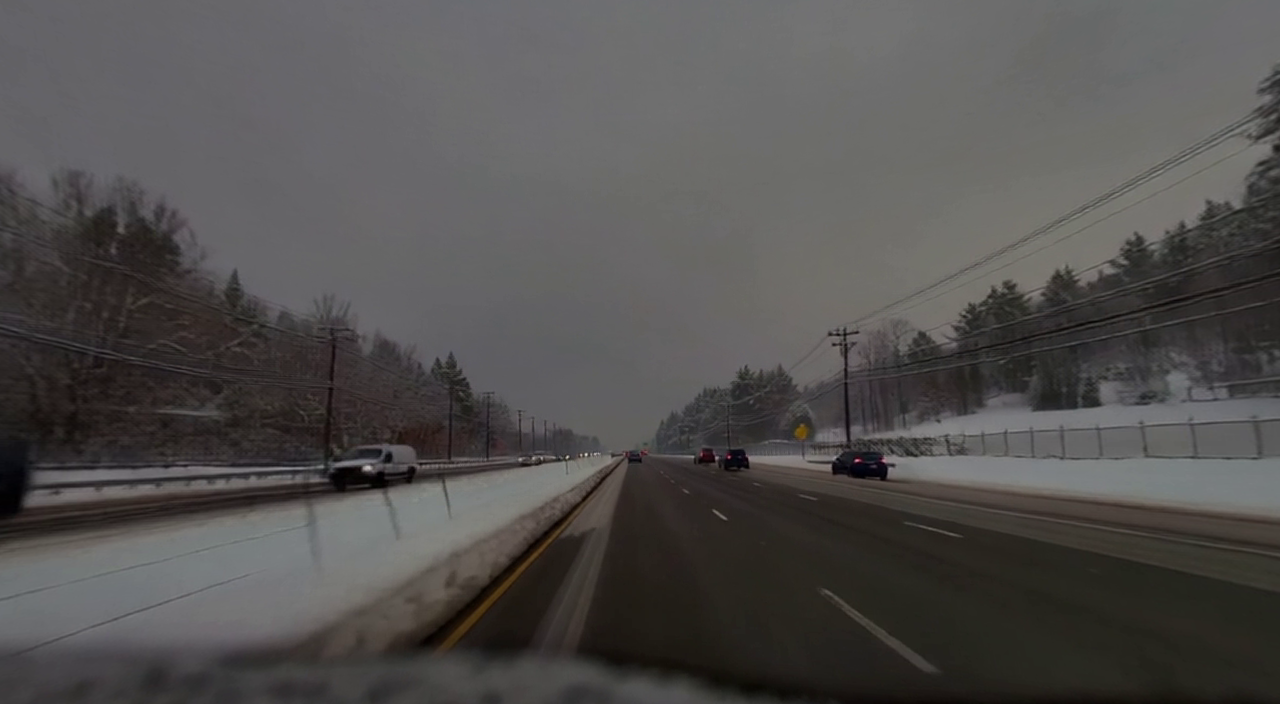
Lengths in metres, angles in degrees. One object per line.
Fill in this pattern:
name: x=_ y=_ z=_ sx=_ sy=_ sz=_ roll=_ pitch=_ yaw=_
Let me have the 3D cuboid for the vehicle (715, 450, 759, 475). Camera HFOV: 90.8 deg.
vehicle: x=6.312 y=7.189 z=41.505 sx=2.069 sy=1.520 sz=4.614 roll=0 pitch=-9 yaw=-1

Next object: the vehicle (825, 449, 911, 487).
vehicle: x=9.680 y=4.936 z=27.239 sx=1.969 sy=1.506 sz=4.422 roll=0 pitch=-9 yaw=-1

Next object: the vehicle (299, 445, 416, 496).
vehicle: x=-9.982 y=4.192 z=22.789 sx=2.170 sy=1.635 sz=4.356 roll=0 pitch=-9 yaw=0
